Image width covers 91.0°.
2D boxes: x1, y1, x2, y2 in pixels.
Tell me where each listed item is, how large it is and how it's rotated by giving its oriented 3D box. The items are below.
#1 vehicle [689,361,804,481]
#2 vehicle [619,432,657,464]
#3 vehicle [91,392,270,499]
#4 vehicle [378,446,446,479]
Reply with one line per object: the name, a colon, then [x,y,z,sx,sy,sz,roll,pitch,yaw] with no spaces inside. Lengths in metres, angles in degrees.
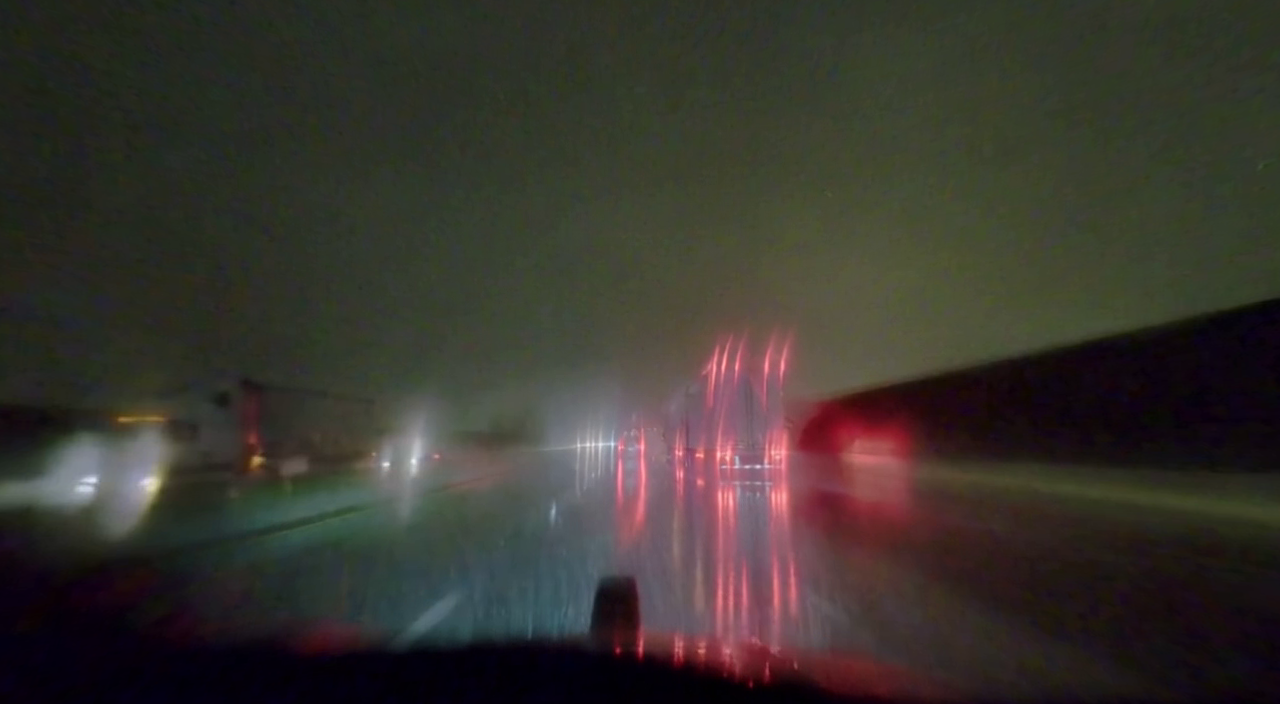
vehicle: [3.860,2.892,25.316,2.967,3.961,8.660,0,-8,-1]
vehicle: [-0.194,6.679,43.923,2.456,2.007,4.728,0,-8,-1]
vehicle: [-19.006,3.915,26.628,3.041,3.970,5.846,0,-8,-1]
vehicle: [-11.688,5.659,32.657,1.986,1.548,4.506,0,-8,-2]
